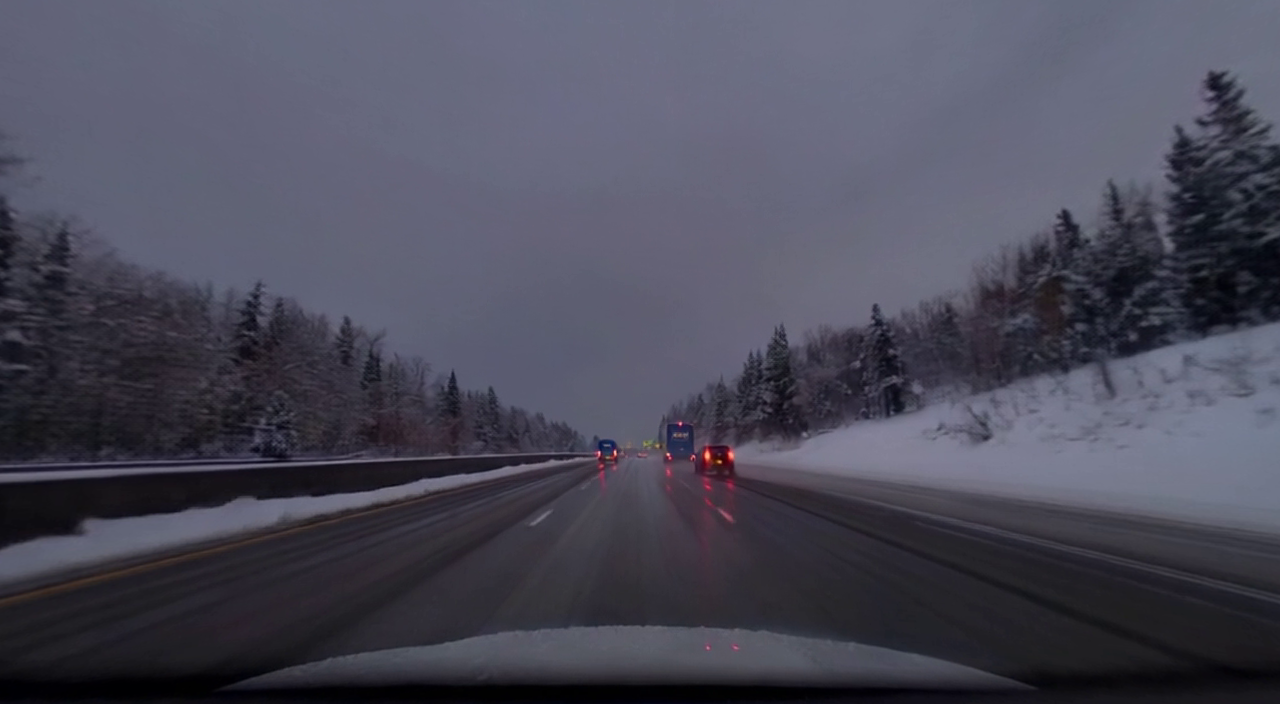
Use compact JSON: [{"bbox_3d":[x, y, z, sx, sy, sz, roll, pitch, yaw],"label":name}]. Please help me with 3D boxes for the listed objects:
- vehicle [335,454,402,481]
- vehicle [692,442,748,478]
[{"bbox_3d":[-16.246,6.899,37.977,1.963,1.432,4.455,-1,-9,1],"label":"vehicle"},{"bbox_3d":[3.832,5.262,30.976,2.066,1.638,4.158,0,-9,-1],"label":"vehicle"}]
